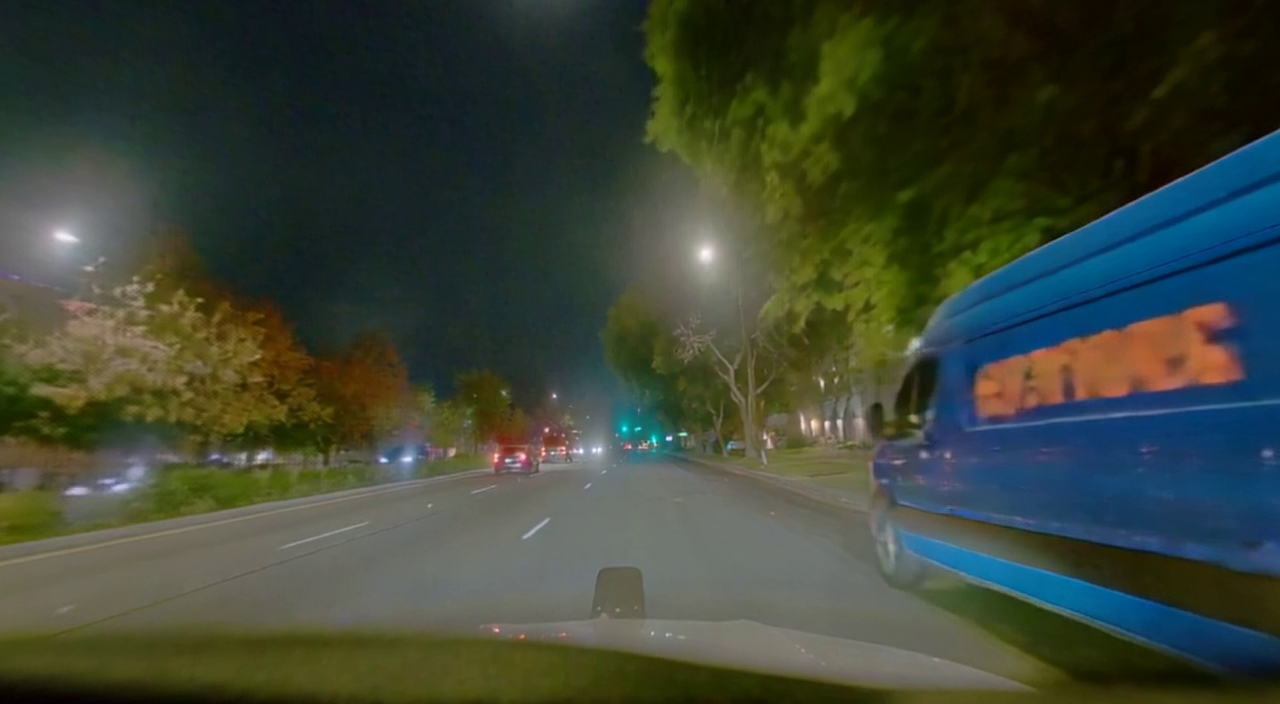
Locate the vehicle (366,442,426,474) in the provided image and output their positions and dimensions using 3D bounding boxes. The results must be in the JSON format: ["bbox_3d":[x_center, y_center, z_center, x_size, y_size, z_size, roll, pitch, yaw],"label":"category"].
[{"bbox_3d":[-14.760,6.432,38.485,1.947,1.784,4.175,0,-9,0],"label":"vehicle"}]

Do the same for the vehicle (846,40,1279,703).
[{"bbox_3d":[3.649,0.480,3.490,2.821,2.768,5.972,0,-9,-2],"label":"vehicle"}]

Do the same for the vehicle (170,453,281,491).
[{"bbox_3d":[-17.754,5.124,27.333,1.849,1.457,4.308,0,-9,0],"label":"vehicle"}]

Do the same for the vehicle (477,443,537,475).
[{"bbox_3d":[-6.477,5.262,31.253,1.970,1.456,4.441,0,-9,1],"label":"vehicle"}]

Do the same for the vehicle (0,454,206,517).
[{"bbox_3d":[-14.661,3.571,17.469,2.031,1.466,4.592,0,-9,0],"label":"vehicle"}]
